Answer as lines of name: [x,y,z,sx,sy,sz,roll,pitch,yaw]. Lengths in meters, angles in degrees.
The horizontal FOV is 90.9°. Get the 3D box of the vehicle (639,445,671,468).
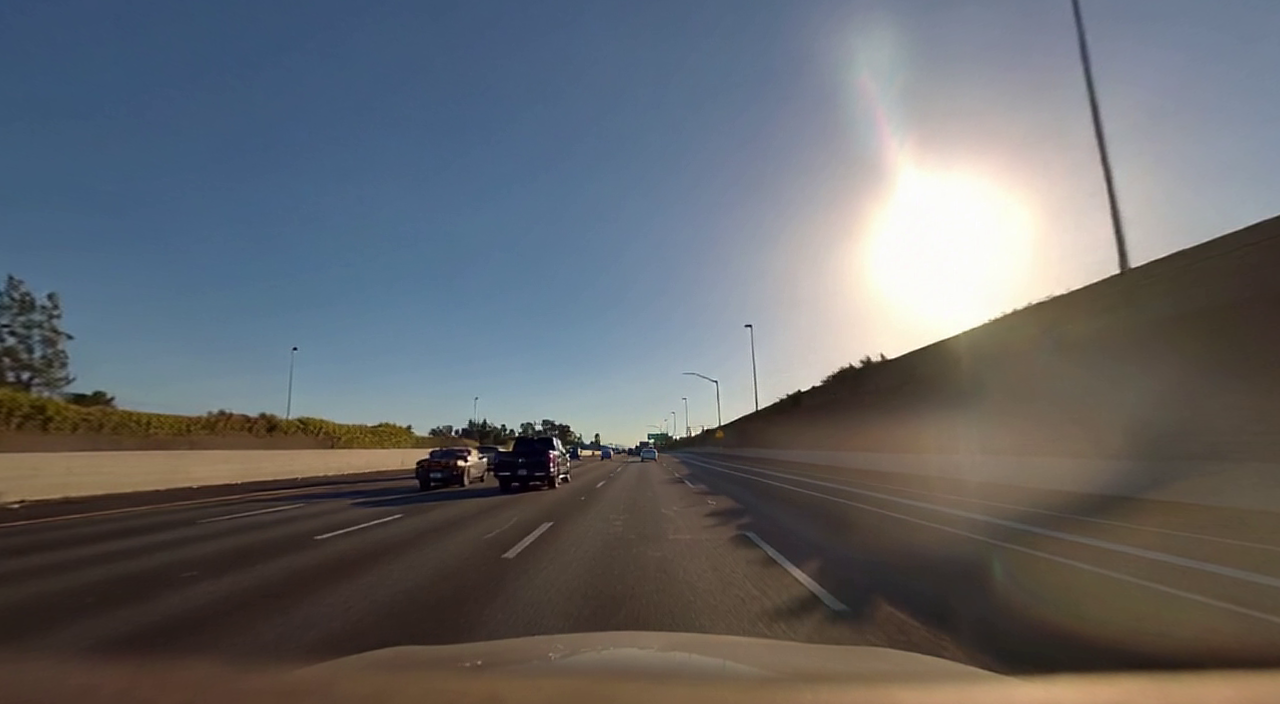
vehicle: [0.999,7.238,43.992,2.073,1.480,4.343,0,-8,0]

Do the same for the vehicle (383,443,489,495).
vehicle: [-6.370,3.673,20.296,1.887,1.475,4.316,-1,-8,1]

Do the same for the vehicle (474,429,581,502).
vehicle: [-3.029,3.172,18.156,2.124,1.787,4.830,-1,-8,1]
